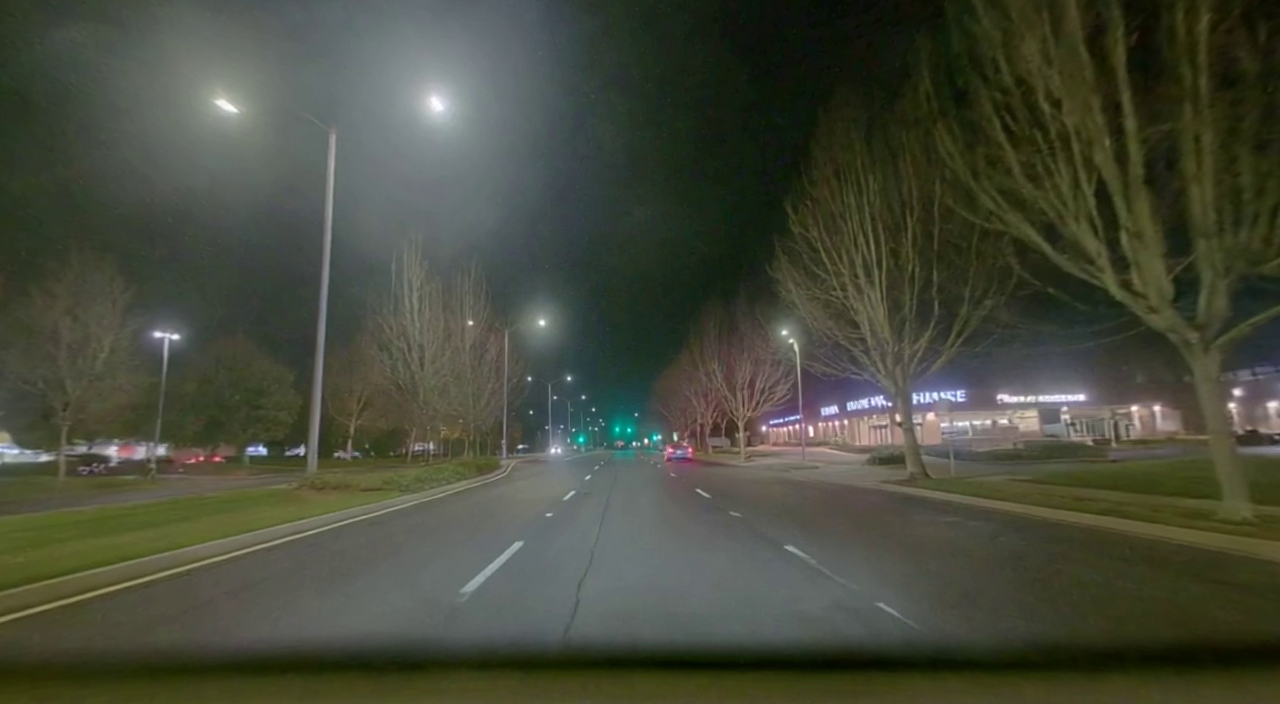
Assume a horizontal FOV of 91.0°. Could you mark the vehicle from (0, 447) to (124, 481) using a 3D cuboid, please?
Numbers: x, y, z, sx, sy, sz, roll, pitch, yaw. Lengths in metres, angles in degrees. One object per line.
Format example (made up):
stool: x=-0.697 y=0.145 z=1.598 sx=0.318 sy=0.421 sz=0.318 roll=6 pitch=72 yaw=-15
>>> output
vehicle: x=-40.280 y=7.812 z=43.955 sx=6.106 sy=2.040 sz=2.476 roll=-2 pitch=-8 yaw=-2

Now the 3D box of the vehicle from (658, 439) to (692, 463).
vehicle: x=2.475 y=7.107 z=45.331 sx=2.020 sy=1.681 sz=4.248 roll=0 pitch=-8 yaw=-2
